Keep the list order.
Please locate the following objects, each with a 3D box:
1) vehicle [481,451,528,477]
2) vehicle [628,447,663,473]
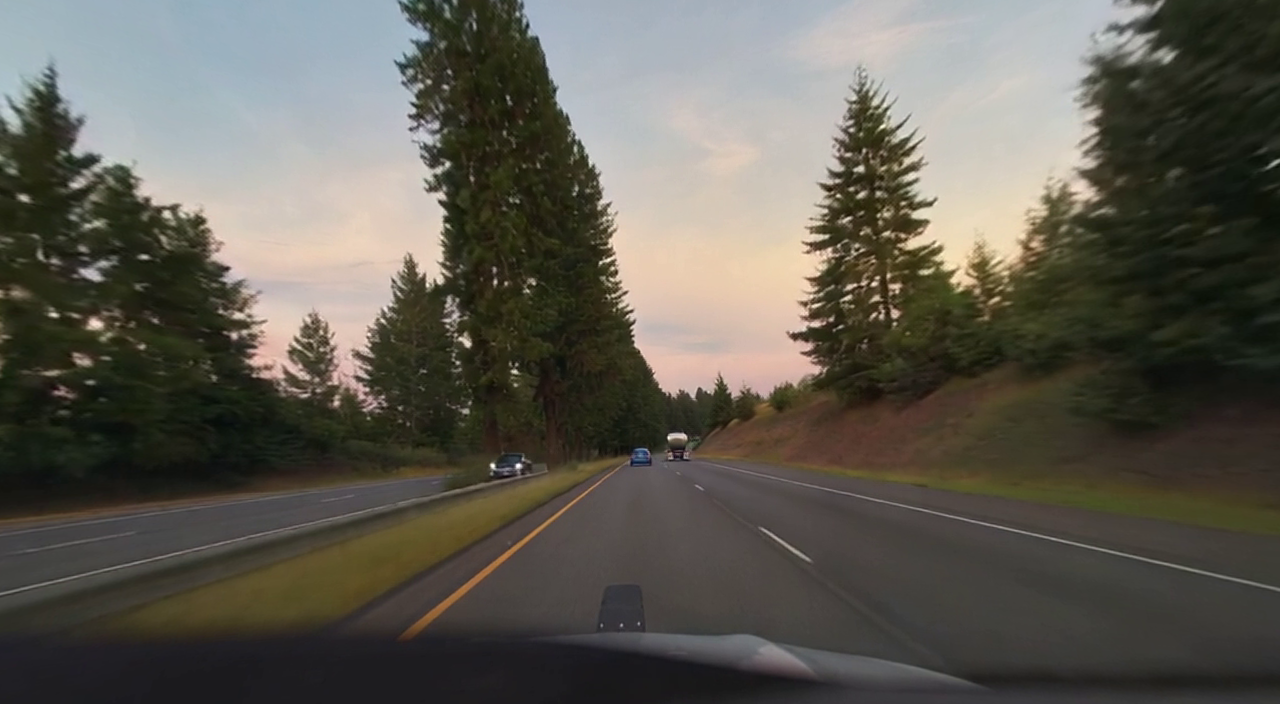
[{"bbox_3d":[-8.187,6.792,38.450,1.889,1.488,4.263,0,-9,0],"label":"vehicle"},{"bbox_3d":[0.312,6.268,36.659,1.926,1.386,3.615,0,-9,0],"label":"vehicle"}]
